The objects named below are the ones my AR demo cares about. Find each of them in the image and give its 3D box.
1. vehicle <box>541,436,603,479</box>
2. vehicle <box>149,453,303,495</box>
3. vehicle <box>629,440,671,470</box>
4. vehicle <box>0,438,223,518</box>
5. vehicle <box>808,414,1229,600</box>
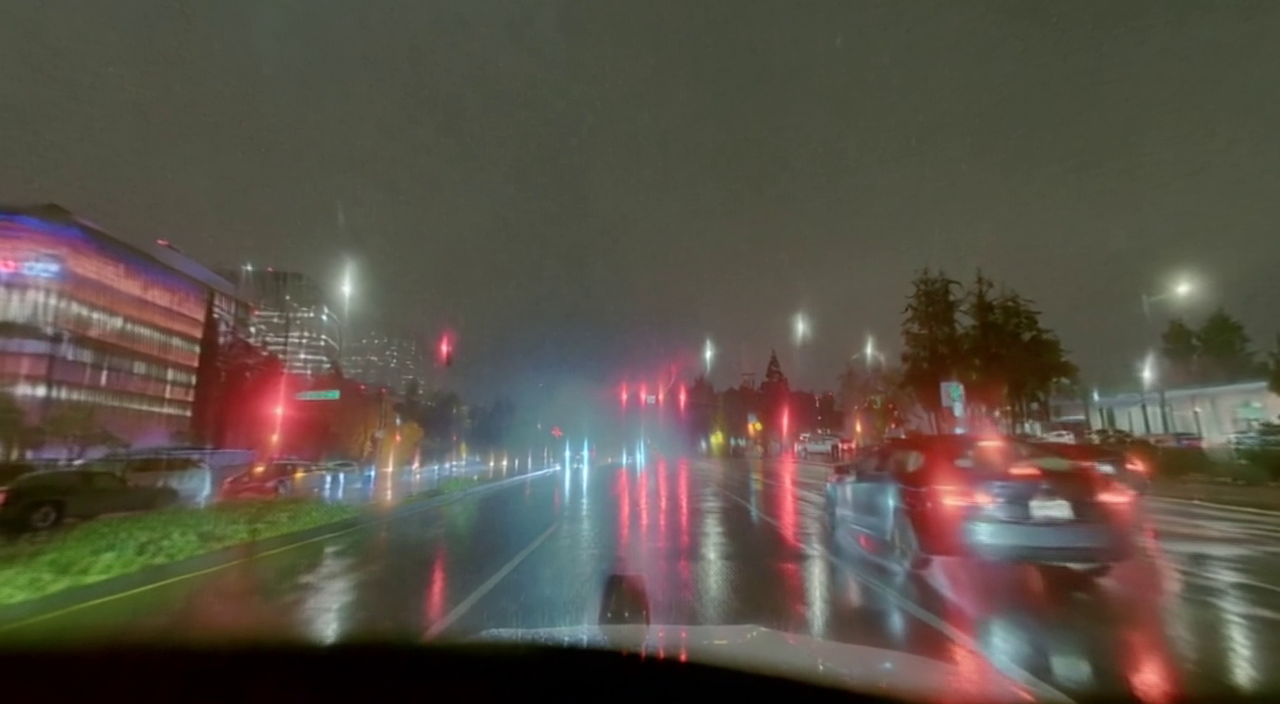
[{"bbox_3d":[-2.802,4.475,27.054,2.057,1.678,4.639,-1,-8,1],"label":"vehicle"},{"bbox_3d":[-15.804,4.657,24.232,4.481,1.455,2.068,-1,-8,2],"label":"vehicle"},{"bbox_3d":[0.510,5.383,33.210,2.059,1.477,3.988,0,-8,0],"label":"vehicle"},{"bbox_3d":[-15.269,3.508,18.328,2.337,1.895,5.872,0,-8,-1],"label":"vehicle"},{"bbox_3d":[3.794,1.649,7.733,2.109,1.510,4.927,0,-8,0],"label":"vehicle"}]
